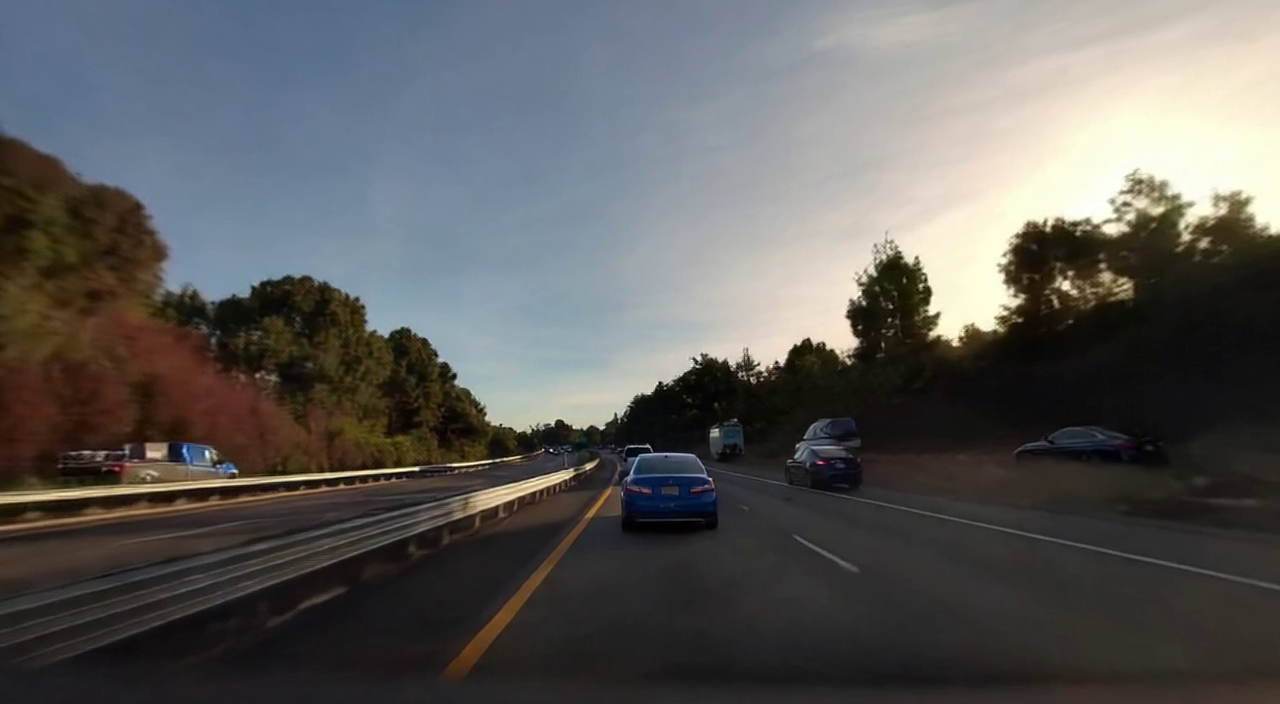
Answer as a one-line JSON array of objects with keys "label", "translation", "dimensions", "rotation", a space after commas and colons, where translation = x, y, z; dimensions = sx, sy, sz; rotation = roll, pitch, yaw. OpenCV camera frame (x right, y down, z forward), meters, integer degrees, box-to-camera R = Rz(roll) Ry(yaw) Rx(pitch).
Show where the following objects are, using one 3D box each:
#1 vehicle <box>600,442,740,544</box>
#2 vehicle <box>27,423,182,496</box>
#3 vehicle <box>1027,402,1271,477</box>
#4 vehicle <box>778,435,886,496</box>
[{"label": "vehicle", "translation": [0.422, 2.401, 11.316], "dimensions": [2.076, 1.485, 3.774], "rotation": [0, -9, -1]}, {"label": "vehicle", "translation": [-33.501, 6.717, 40.012], "dimensions": [2.902, 3.981, 7.819], "rotation": [-3, -8, 0]}, {"label": "vehicle", "translation": [31.566, 5.771, 40.758], "dimensions": [2.822, 3.996, 14.073], "rotation": [1, -9, -7]}, {"label": "vehicle", "translation": [6.356, 3.818, 21.547], "dimensions": [2.177, 1.827, 4.565], "rotation": [0, -9, -1]}]
